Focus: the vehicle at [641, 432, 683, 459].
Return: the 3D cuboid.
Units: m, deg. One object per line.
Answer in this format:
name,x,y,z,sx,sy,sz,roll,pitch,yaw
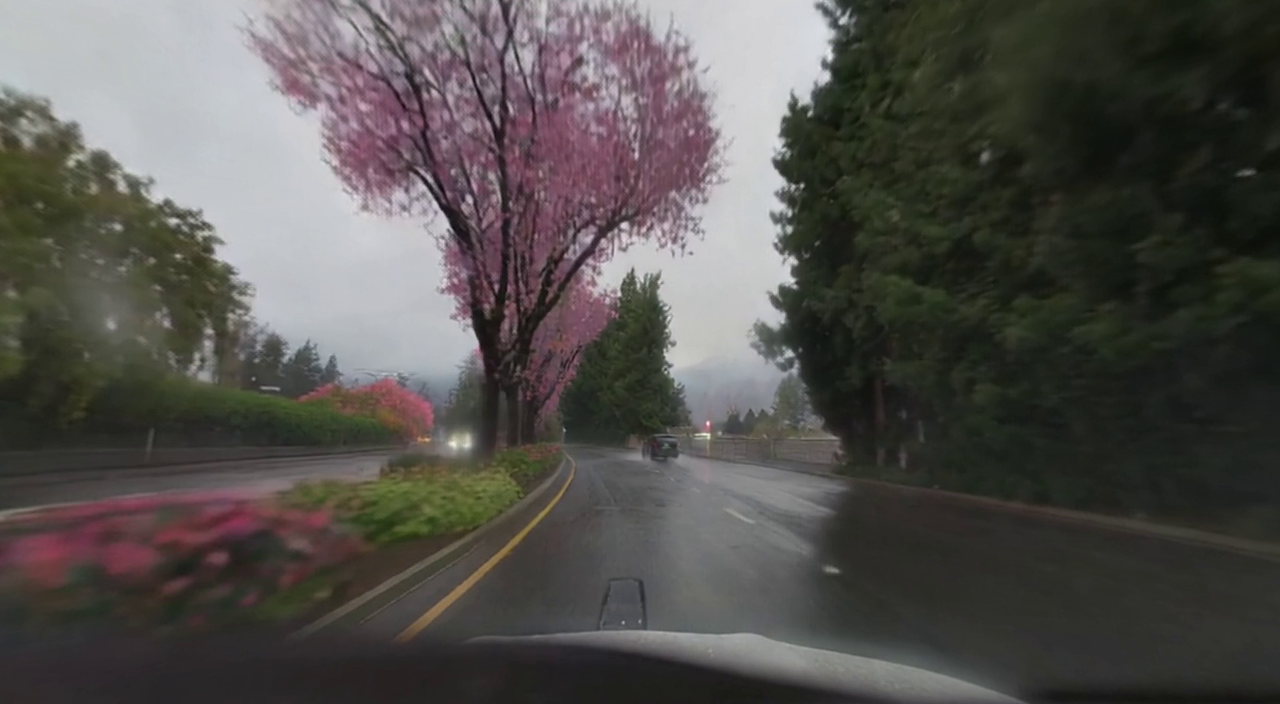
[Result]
vehicle,1.502,6.645,44.788,2.166,1.828,4.607,1,-8,-9
